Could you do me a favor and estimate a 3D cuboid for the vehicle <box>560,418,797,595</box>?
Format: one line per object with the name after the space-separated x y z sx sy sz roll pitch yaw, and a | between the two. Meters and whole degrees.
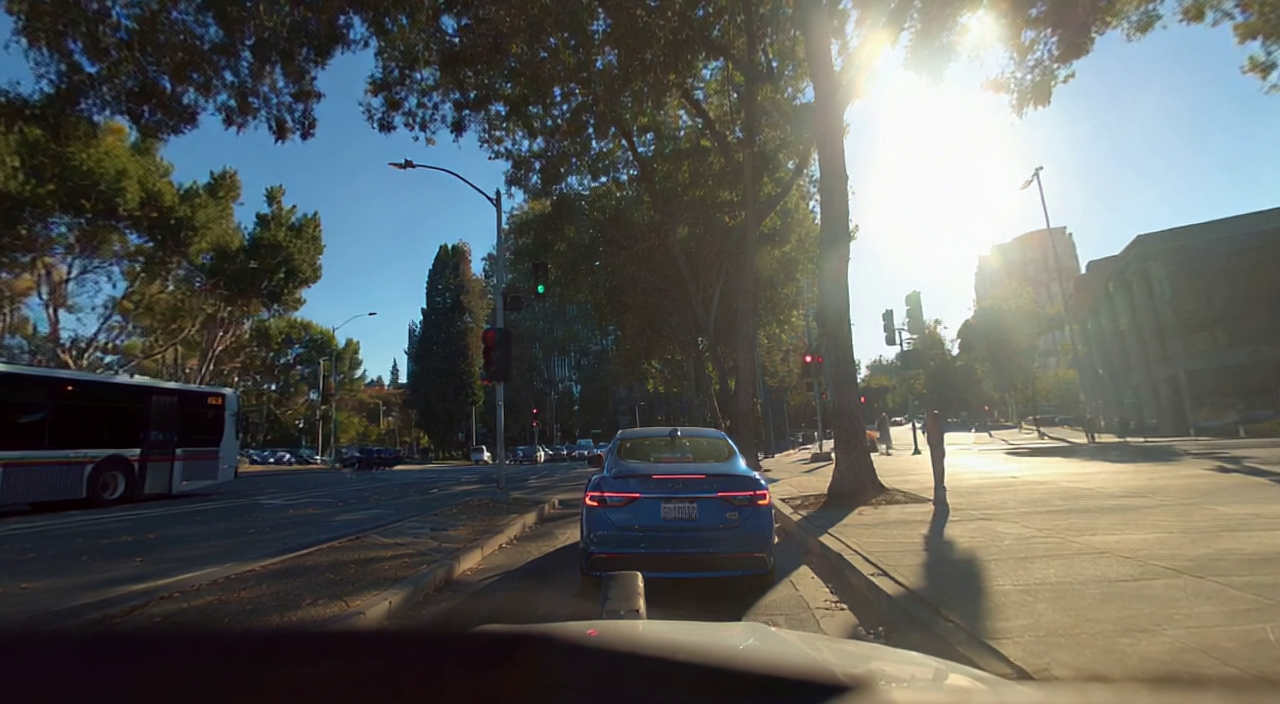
0.368 1.616 7.403 2.035 1.499 3.799 0 -8 1 | vehicle
